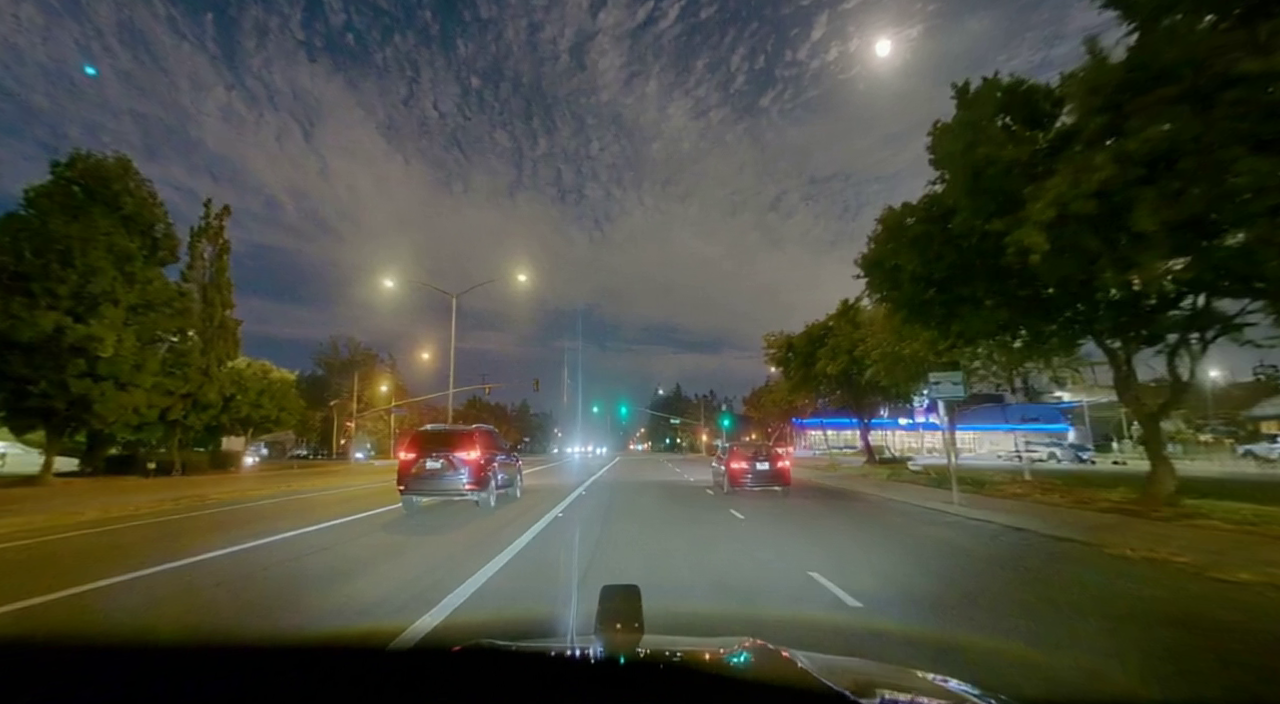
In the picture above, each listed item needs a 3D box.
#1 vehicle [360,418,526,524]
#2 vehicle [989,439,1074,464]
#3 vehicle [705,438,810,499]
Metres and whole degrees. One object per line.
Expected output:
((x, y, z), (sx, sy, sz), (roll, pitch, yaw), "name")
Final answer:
((-3.816, 2.402, 13.227), (1.997, 1.806, 4.500), (0, -9, 0), "vehicle")
((29.057, 7.404, 47.020), (4.810, 1.627, 1.991), (-3, -9, 6), "vehicle")
((3.210, 3.301, 18.320), (1.975, 1.502, 4.787), (0, -9, -2), "vehicle")
